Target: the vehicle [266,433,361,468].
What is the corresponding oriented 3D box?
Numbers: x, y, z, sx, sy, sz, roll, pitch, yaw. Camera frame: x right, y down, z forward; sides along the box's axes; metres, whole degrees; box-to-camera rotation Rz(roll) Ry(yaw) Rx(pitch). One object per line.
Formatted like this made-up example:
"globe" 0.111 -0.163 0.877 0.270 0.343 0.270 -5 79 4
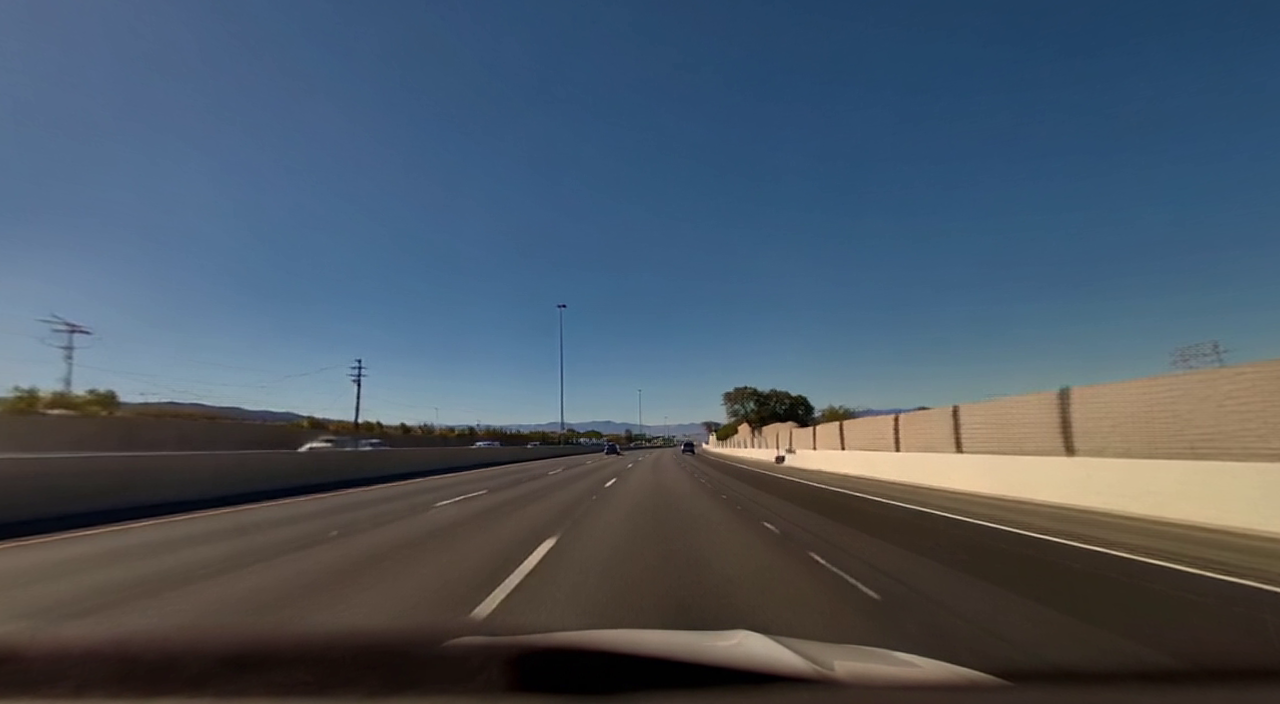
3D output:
"vehicle" -18.734 5.725 36.561 2.268 1.823 5.765 0 -9 2
